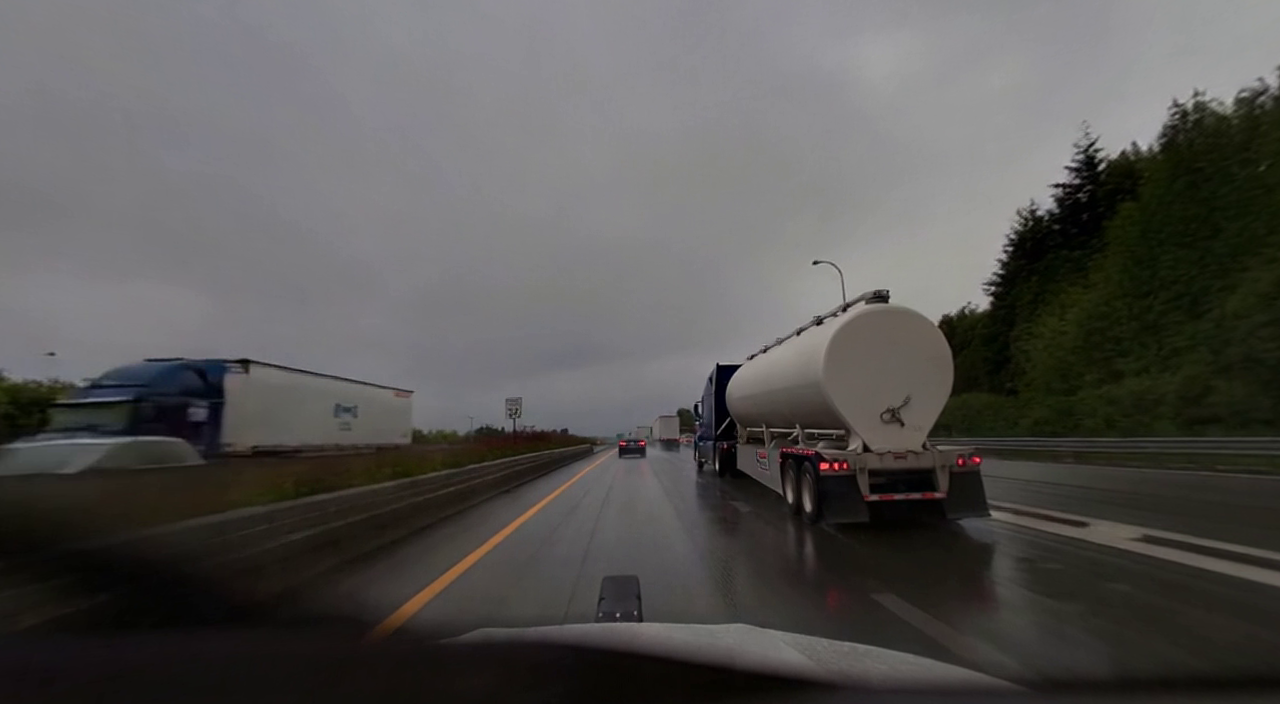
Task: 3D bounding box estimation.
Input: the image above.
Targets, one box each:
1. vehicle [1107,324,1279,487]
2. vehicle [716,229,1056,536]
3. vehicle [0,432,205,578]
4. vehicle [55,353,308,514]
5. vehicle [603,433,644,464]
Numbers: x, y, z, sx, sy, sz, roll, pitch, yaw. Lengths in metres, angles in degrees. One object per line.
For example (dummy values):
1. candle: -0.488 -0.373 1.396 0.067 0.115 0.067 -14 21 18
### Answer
1. vehicle: 17.222 1.357 15.905 2.722 4.038 8.781 2 -8 -13
2. vehicle: 3.627 0.946 12.613 2.826 3.905 9.262 0 -8 -1
3. vehicle: -8.565 1.973 8.669 1.991 1.712 4.495 0 -8 -1
4. vehicle: -12.996 2.403 18.744 3.003 4.019 5.876 0 -8 -1
5. vehicle: -0.852 4.990 32.727 2.000 1.510 3.518 0 -8 -1
